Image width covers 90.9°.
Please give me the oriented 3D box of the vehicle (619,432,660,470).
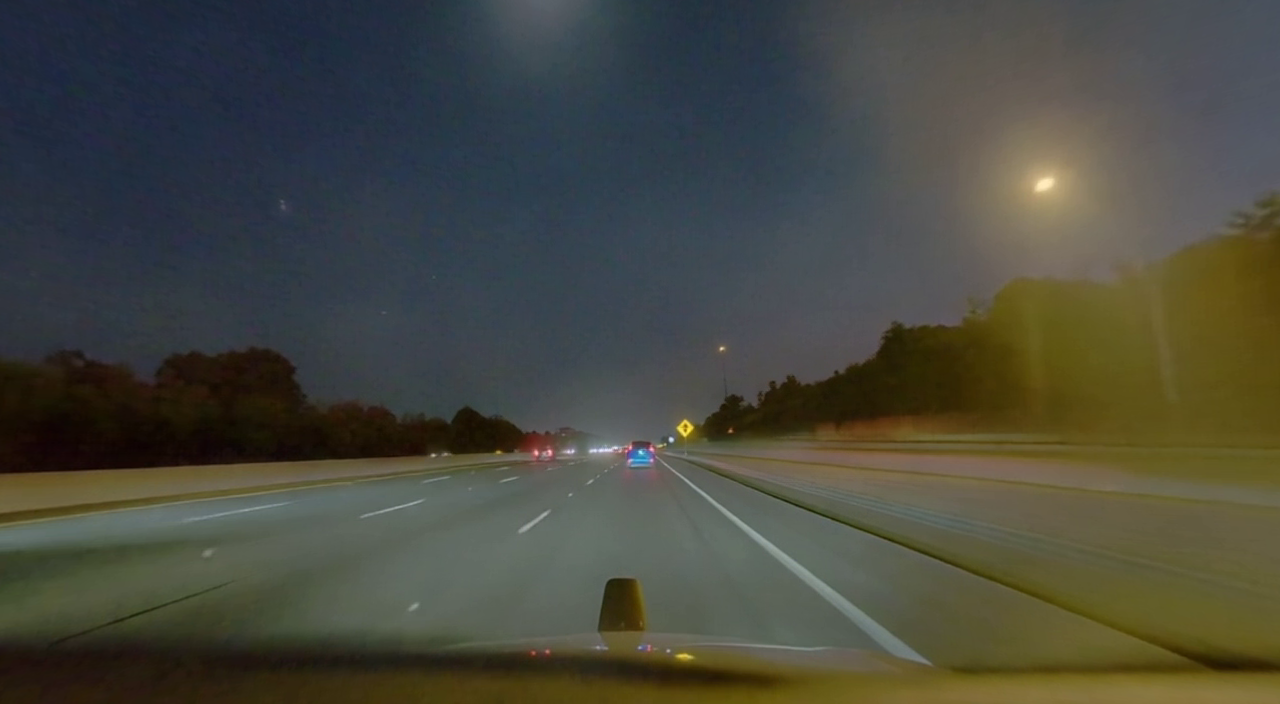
[{"bbox_3d":[-0.014,5.931,37.916,2.318,2.145,4.561,0,-8,0],"label":"vehicle"}]
